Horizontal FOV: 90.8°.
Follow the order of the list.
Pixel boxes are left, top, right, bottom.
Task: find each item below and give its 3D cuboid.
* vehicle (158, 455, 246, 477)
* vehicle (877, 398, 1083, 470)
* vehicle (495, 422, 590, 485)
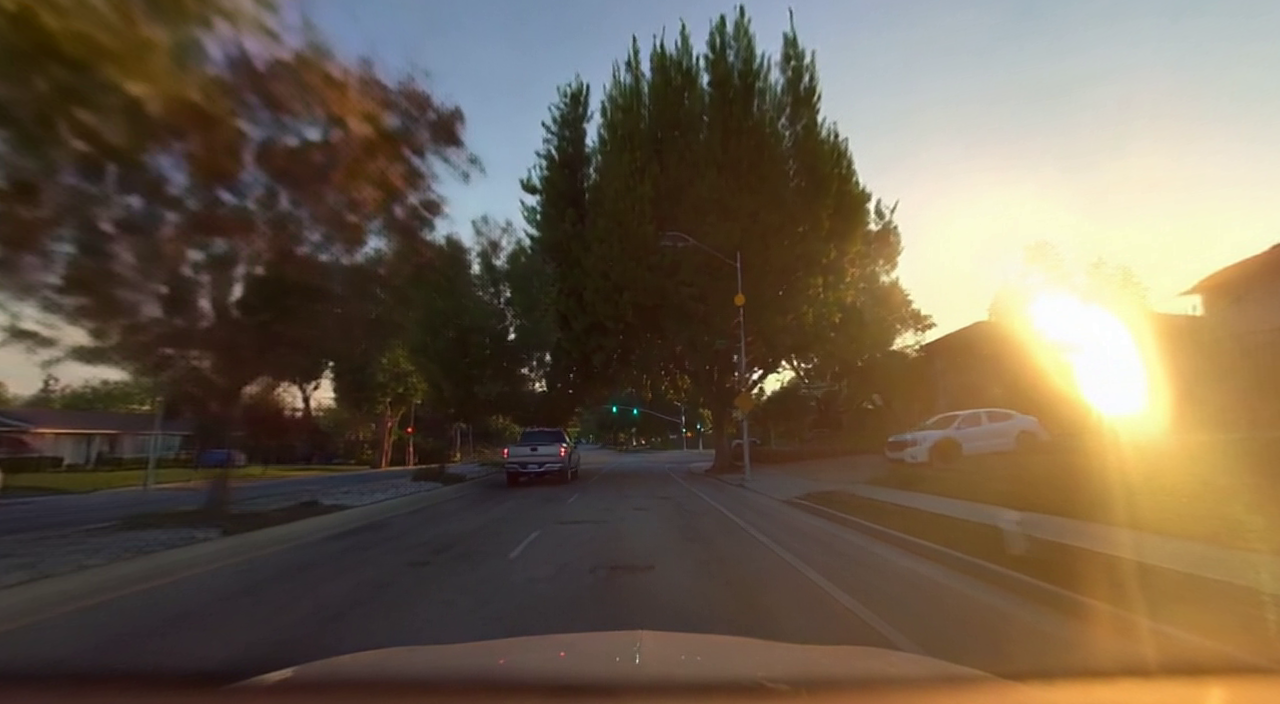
[{"bbox_3d":[-30.249,7.862,43.714,4.506,1.453,2.108,0,-9,0],"label":"vehicle"},{"bbox_3d":[10.037,2.459,18.932,4.882,1.839,2.243,-1,-8,-8],"label":"vehicle"},{"bbox_3d":[-3.378,3.729,23.342,2.508,2.001,5.880,0,-9,0],"label":"vehicle"}]
